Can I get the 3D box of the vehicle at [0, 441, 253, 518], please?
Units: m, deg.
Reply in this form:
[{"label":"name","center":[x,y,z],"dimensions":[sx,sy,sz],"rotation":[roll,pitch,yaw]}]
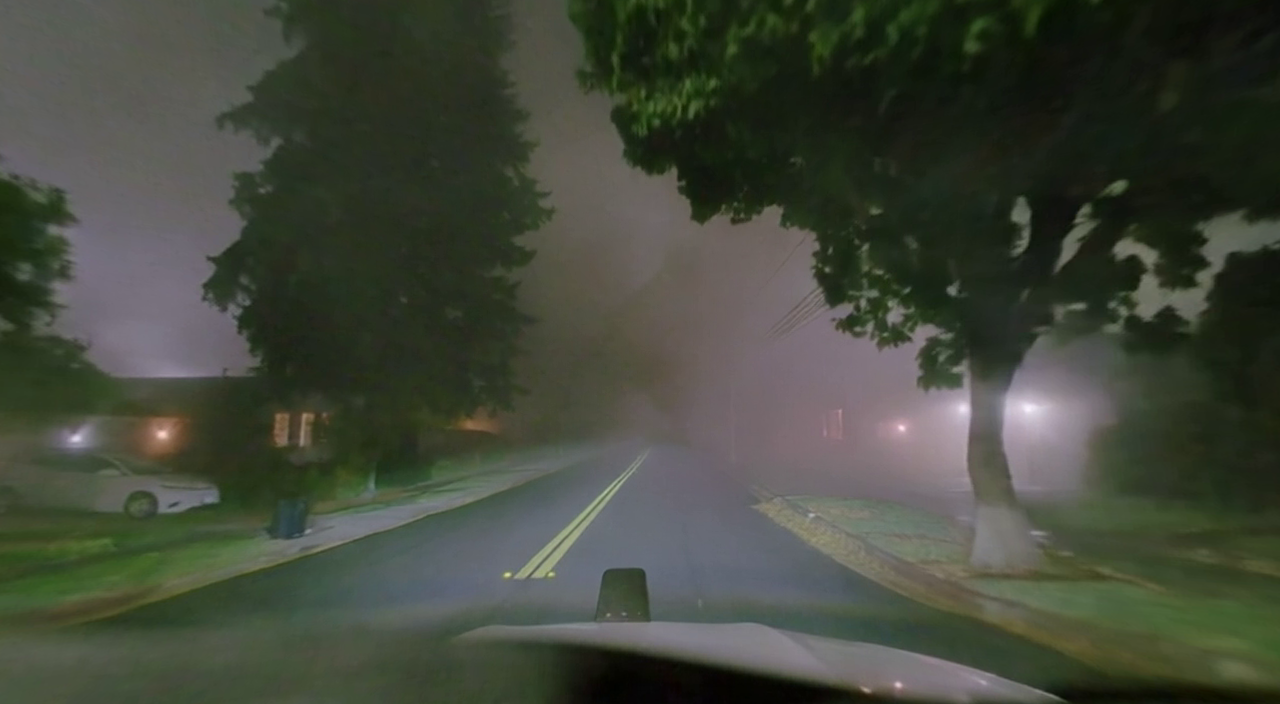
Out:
[{"label":"vehicle","center":[-11.157,2.635,13.379],"dimensions":[4.659,1.464,1.930],"rotation":[0,-8,3]}]
